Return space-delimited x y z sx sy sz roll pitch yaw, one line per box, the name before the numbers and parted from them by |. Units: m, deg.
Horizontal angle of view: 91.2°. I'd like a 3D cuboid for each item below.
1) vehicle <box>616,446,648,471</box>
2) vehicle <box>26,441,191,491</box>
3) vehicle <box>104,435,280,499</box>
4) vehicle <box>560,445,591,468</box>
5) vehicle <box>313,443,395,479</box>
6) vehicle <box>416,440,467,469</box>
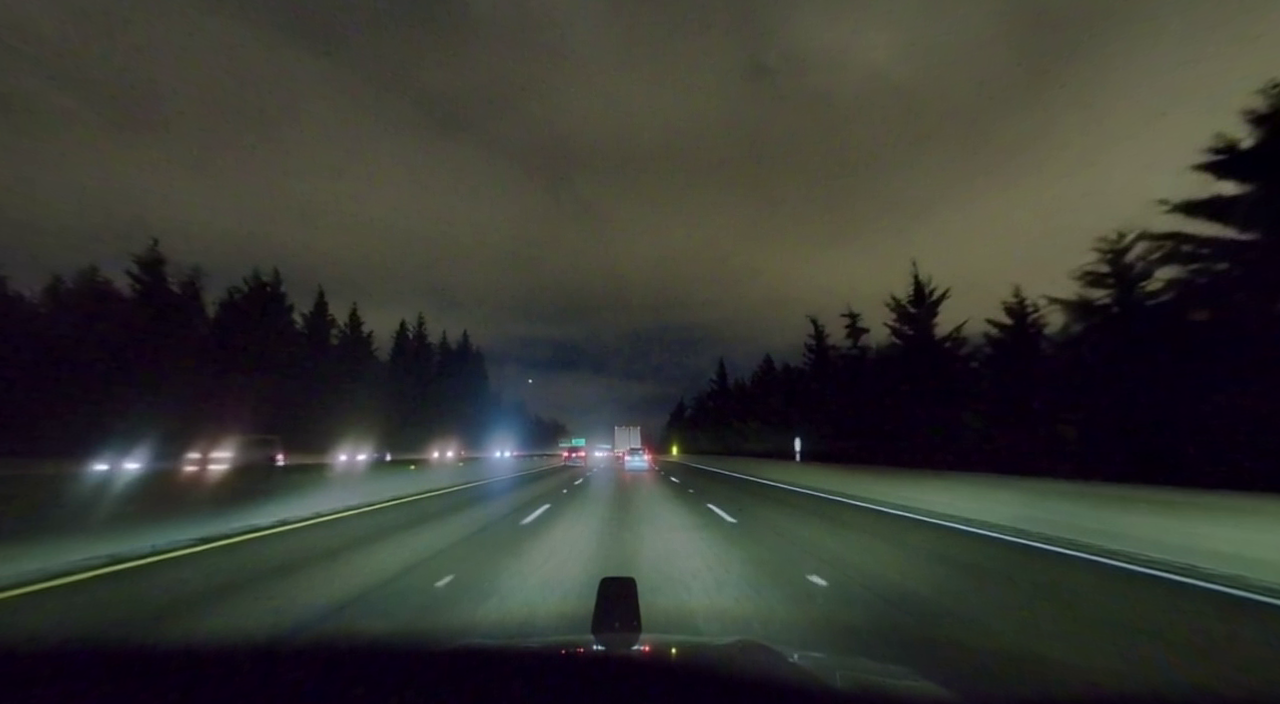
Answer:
vehicle | -0.584 7.156 42.220 2.084 1.582 3.882 0 -9 -2
vehicle | -17.976 3.863 21.557 1.822 1.497 4.474 0 -9 -2
vehicle | -12.230 3.150 17.505 1.867 1.566 4.012 0 -9 1
vehicle | -5.004 8.155 48.908 2.098 1.692 4.038 0 -9 -2
vehicle | -13.014 4.977 28.822 1.892 1.515 4.045 0 -9 -1
vehicle | -13.801 7.147 43.822 2.025 1.825 4.804 0 -9 -1
